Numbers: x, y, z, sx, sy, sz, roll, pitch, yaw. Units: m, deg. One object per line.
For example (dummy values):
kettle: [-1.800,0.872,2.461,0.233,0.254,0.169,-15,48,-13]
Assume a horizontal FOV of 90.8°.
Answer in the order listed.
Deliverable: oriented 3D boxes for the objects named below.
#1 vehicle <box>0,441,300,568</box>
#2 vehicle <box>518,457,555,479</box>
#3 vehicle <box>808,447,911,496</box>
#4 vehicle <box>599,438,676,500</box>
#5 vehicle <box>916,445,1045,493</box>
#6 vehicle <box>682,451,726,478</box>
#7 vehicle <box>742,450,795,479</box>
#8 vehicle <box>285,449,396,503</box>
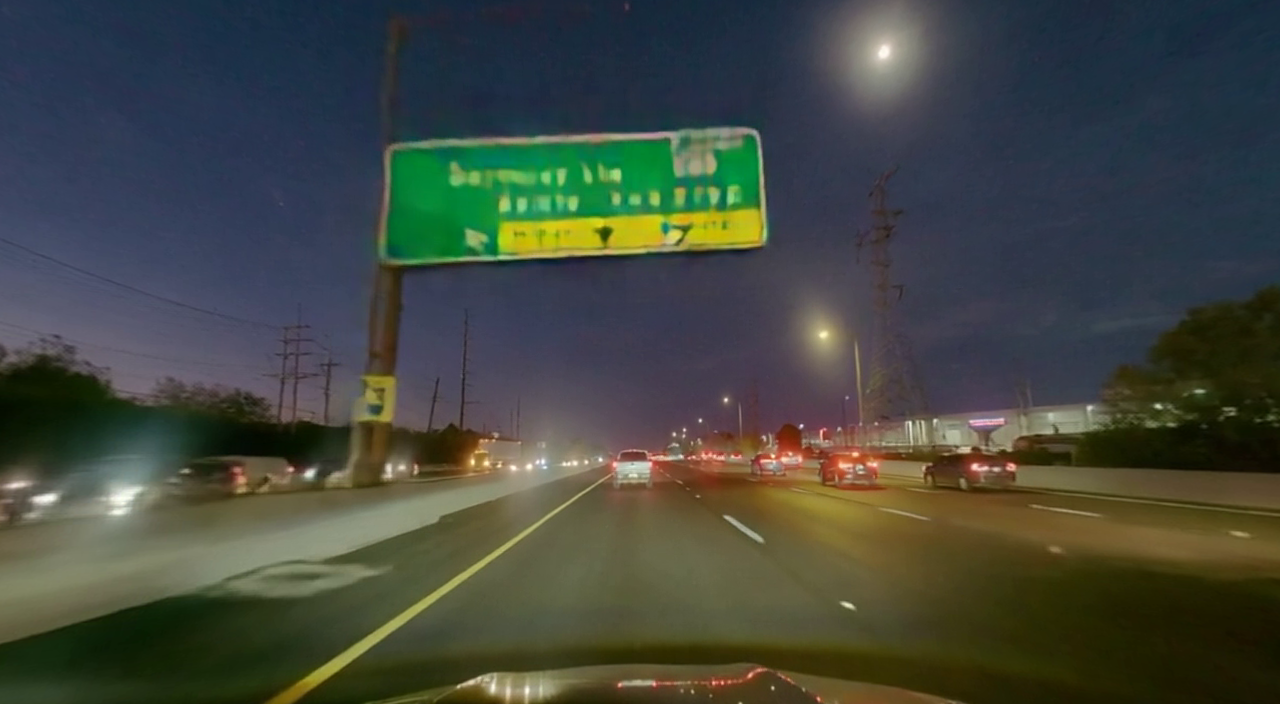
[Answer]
vehicle: [-7.879,2.297,10.410,2.004,1.596,4.520,0,-9,0]
vehicle: [-7.672,8.626,47.279,1.937,1.477,4.561,0,-9,2]
vehicle: [7.356,4.015,21.687,1.958,1.473,4.201,0,-9,-1]
vehicle: [-0.093,3.826,21.118,2.298,1.809,4.359,0,-9,0]
vehicle: [11.583,3.978,21.902,1.901,1.485,4.483,0,-9,-1]
vehicle: [3.773,6.665,37.730,2.115,1.481,3.968,0,-9,-1]
vehicle: [7.106,6.245,35.373,1.934,1.461,4.368,0,-9,-2]
vehicle: [-10.921,4.499,23.450,1.955,1.758,4.486,0,-9,-1]
